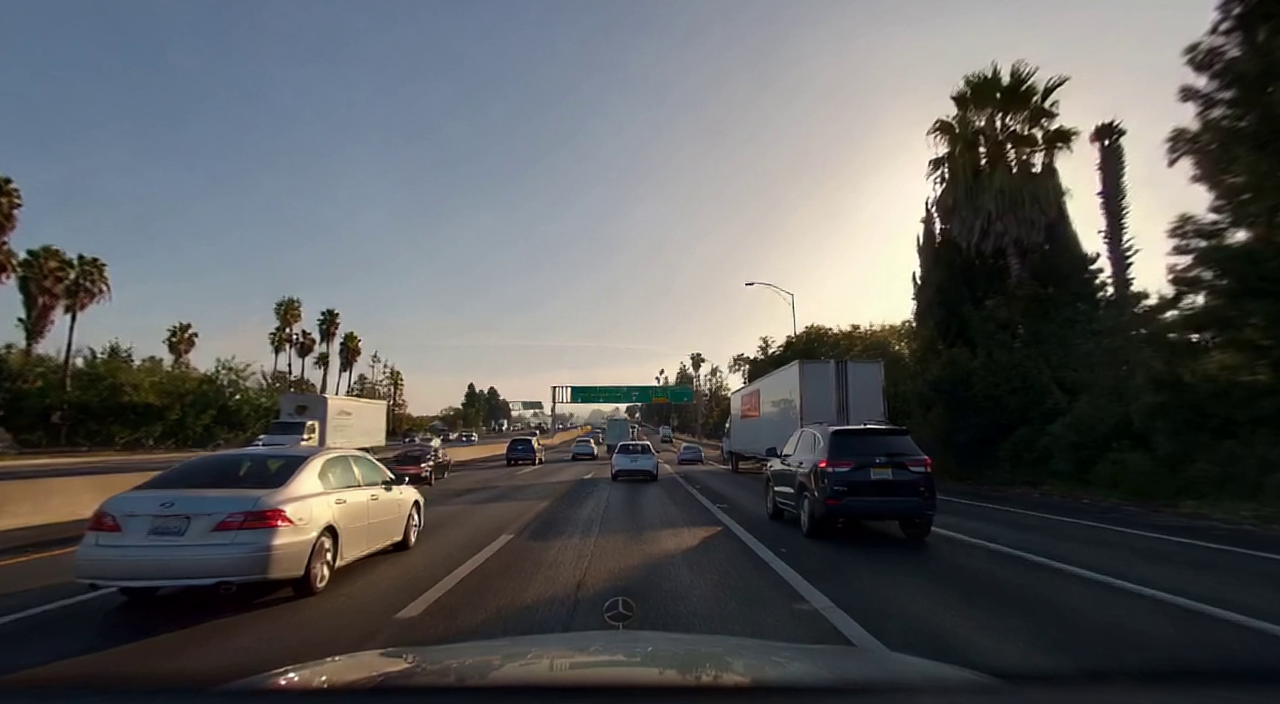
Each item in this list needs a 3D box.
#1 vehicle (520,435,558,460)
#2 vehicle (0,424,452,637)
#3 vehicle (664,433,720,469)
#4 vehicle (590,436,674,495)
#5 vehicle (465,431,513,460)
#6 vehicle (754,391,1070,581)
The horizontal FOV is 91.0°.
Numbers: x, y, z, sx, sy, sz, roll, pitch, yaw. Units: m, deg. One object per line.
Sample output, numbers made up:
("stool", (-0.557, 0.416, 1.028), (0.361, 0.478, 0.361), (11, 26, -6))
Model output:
("vehicle", (-6.961, 6.627, 43.804), (2.018, 1.675, 4.281), (0, -8, -2))
("vehicle", (-3.631, 1.534, 6.532), (1.998, 1.423, 4.436), (0, -8, 0))
("vehicle", (2.795, 5.527, 35.290), (2.476, 1.843, 5.652), (0, -8, -2))
("vehicle", (-0.247, 3.167, 18.022), (2.136, 1.470, 3.971), (0, -8, -1))
("vehicle", (-9.907, 6.216, 41.748), (2.131, 1.792, 4.757), (0, -8, -2))
("vehicle", (3.111, 1.653, 8.565), (2.173, 1.870, 4.499), (0, -8, -1))
